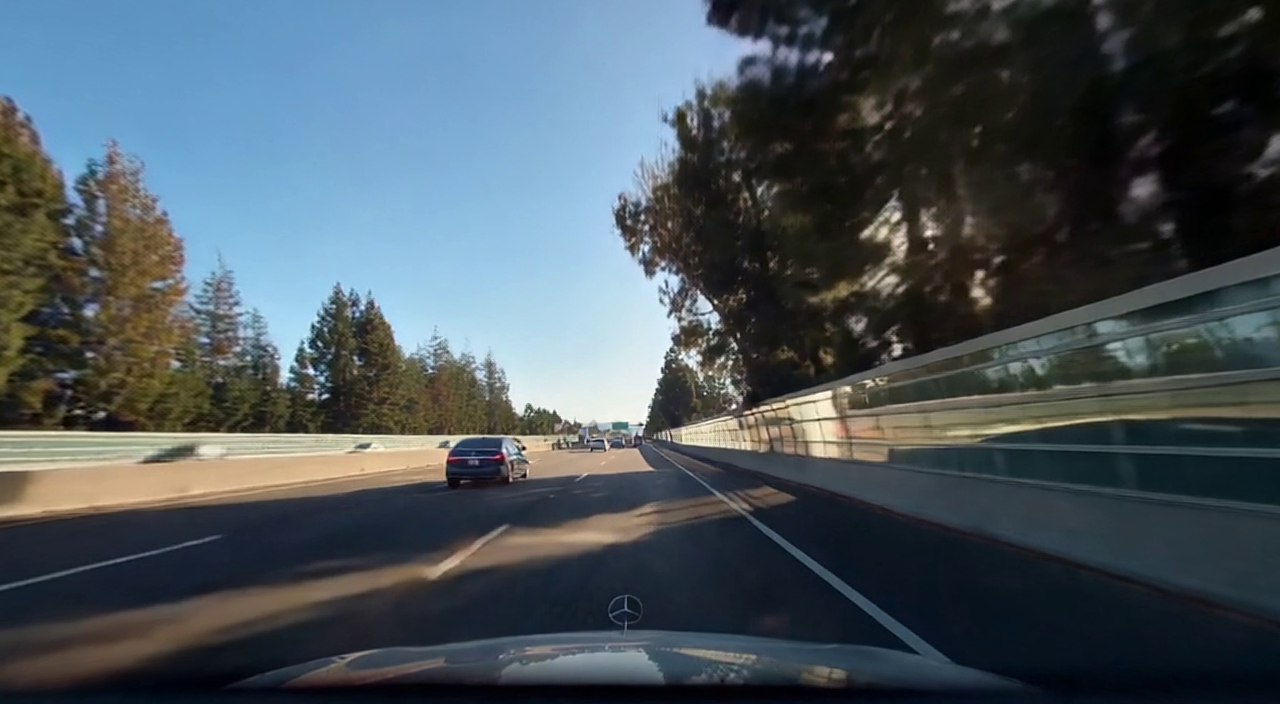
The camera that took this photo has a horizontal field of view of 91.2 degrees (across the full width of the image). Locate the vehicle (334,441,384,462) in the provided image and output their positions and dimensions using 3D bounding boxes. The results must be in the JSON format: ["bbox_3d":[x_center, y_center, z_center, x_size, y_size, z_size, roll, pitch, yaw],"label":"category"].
[{"bbox_3d":[-21.260,7.496,47.609,1.865,1.505,4.095,0,-8,0],"label":"vehicle"}]

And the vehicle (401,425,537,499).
[{"bbox_3d":[-3.939,2.618,15.355,2.059,1.541,4.296,0,-8,1],"label":"vehicle"}]

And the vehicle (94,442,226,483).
[{"bbox_3d":[-19.717,4.513,26.107,1.883,1.516,4.543,0,-8,0],"label":"vehicle"}]
